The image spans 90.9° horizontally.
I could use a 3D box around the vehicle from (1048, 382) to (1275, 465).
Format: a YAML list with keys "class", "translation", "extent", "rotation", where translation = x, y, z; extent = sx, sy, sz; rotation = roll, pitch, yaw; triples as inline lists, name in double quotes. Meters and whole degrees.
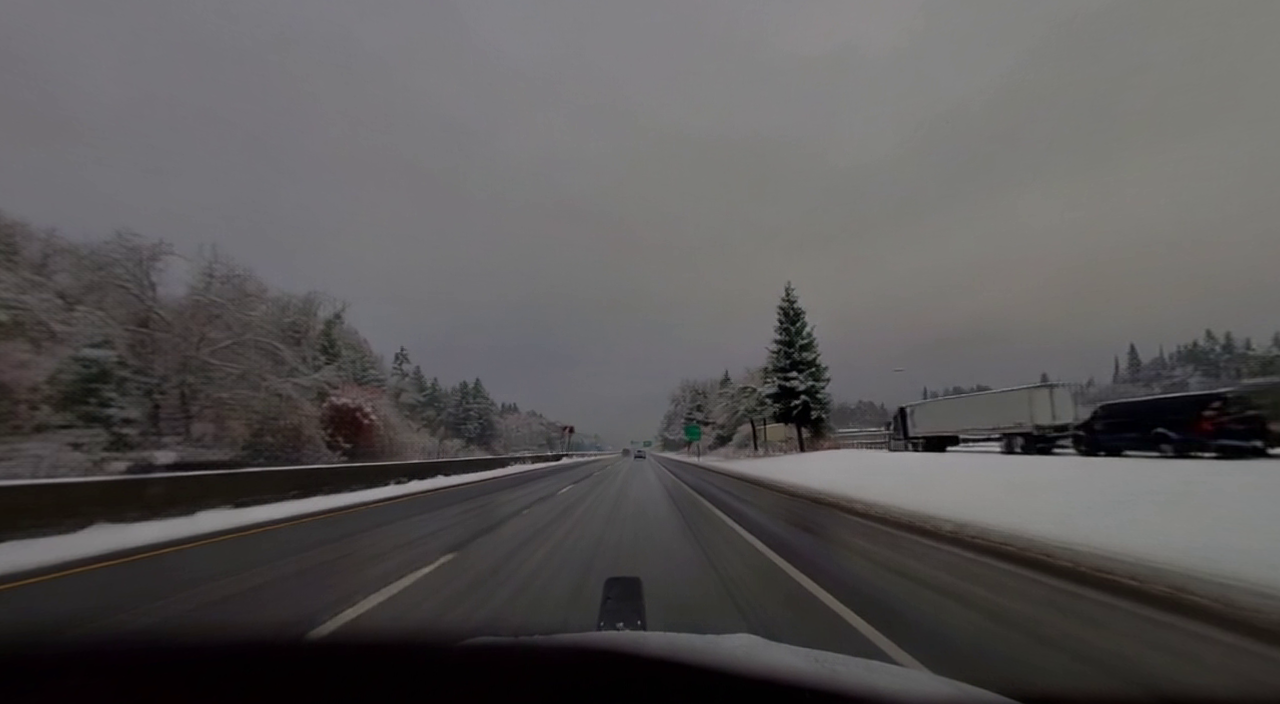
- class: "vehicle"
  translation: [20.655, 3.062, 25.793]
  extent: [2.558, 2.886, 7.552]
  rotation: [0, -9, -2]

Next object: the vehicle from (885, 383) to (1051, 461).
- class: "vehicle"
  translation: [20.672, 5.069, 41.657]
  extent: [2.861, 4.047, 15.002]
  rotation: [-3, -10, 0]
